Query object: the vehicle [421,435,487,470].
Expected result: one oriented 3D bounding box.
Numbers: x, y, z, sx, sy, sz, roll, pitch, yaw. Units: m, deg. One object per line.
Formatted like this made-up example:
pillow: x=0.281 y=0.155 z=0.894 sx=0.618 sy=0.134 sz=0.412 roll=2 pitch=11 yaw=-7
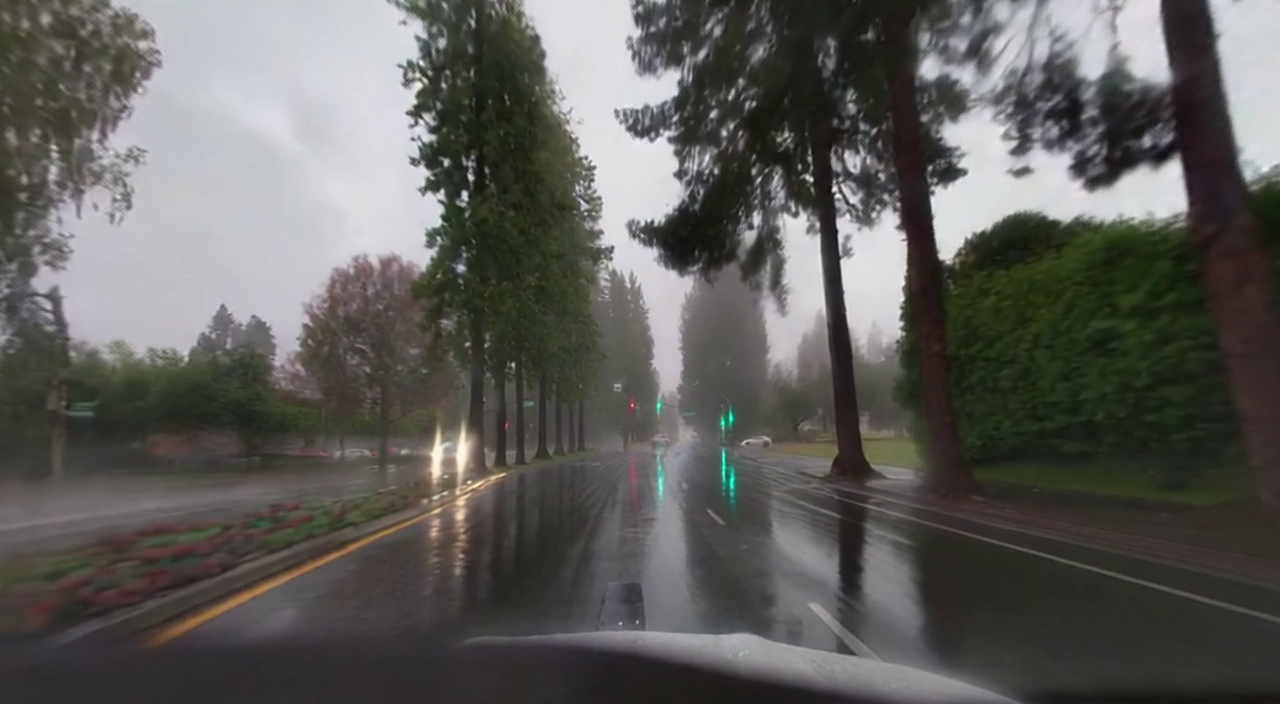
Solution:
vehicle: x=-11.072 y=6.021 z=38.118 sx=2.174 sy=1.855 sz=5.452 roll=-2 pitch=-8 yaw=2
